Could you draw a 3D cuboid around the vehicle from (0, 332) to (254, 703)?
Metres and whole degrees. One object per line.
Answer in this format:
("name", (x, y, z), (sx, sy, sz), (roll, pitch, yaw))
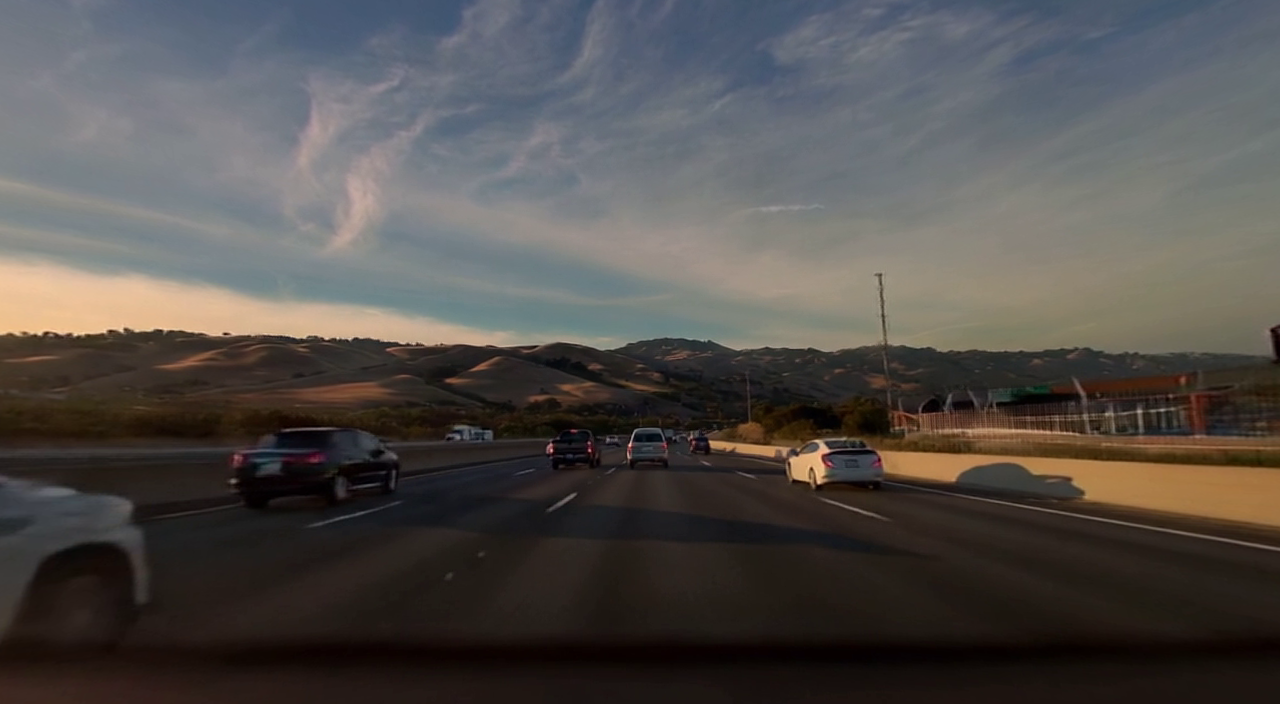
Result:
("vehicle", (-3.859, 0.718, 1.991), (2.160, 1.799, 5.001), (0, -8, -1))

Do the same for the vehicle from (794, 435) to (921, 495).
("vehicle", (5.928, 3.115, 17.836), (1.998, 1.456, 4.338), (0, -8, 0))

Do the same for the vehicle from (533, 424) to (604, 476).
("vehicle", (-2.962, 4.242, 27.504), (2.316, 1.999, 5.765), (0, -8, 1))

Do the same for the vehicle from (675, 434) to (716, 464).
("vehicle", (3.448, 6.112, 39.889), (2.067, 1.775, 4.372), (0, -8, -2))

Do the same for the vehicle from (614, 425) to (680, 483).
("vehicle", (0.279, 3.483, 21.738), (2.052, 1.808, 3.898), (-1, -8, 2))

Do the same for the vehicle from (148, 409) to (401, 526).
("vehicle", (-6.618, 2.149, 12.220), (2.036, 1.813, 4.564), (-1, -8, 2))
